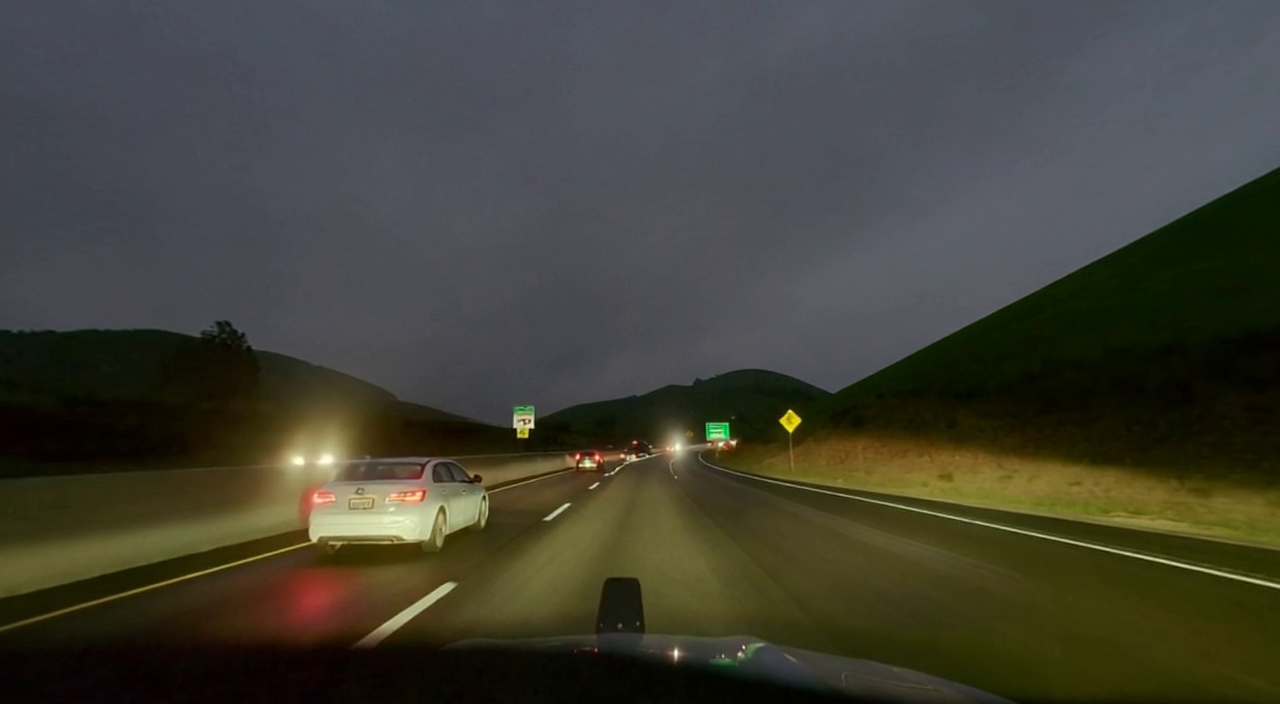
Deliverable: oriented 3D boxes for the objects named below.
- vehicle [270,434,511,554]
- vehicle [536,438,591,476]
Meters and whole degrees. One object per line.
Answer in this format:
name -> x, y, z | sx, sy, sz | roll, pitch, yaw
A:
vehicle -> -3.524, 2.095, 10.029 | 1.988, 1.440, 4.504 | 0, -9, 0
vehicle -> -3.566, 4.991, 30.148 | 2.073, 1.694, 4.162 | 0, -9, 1
